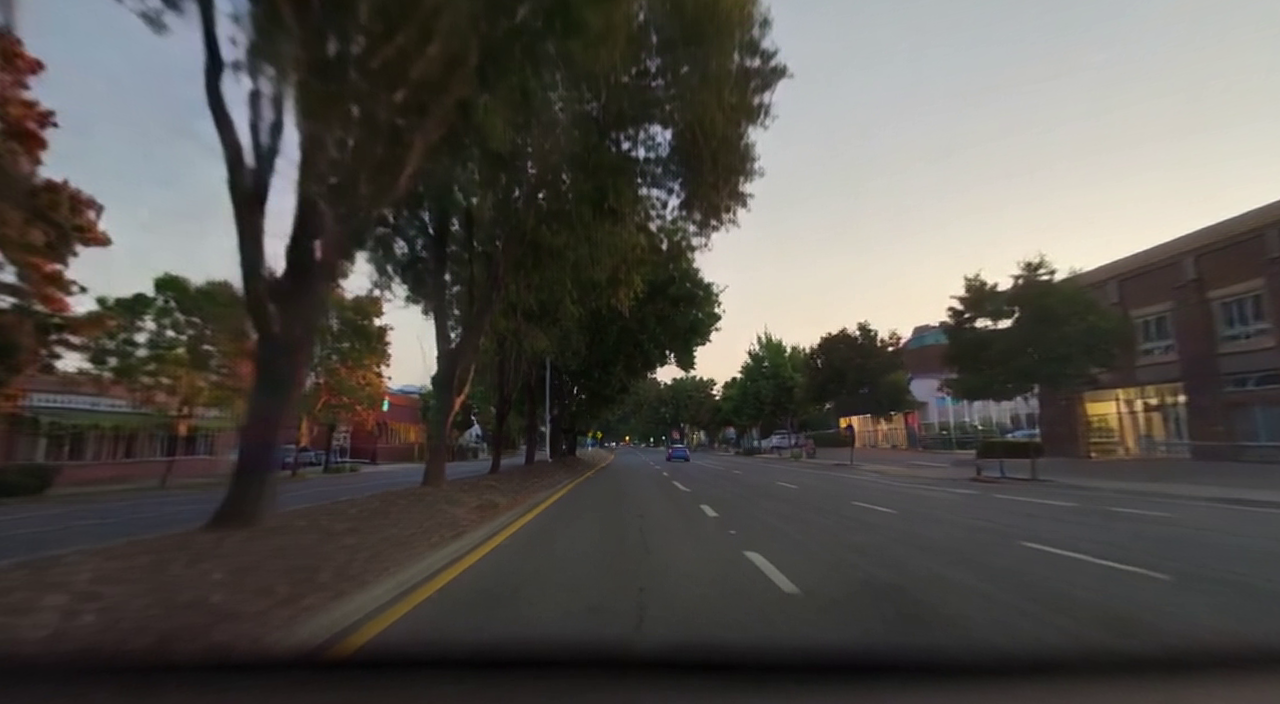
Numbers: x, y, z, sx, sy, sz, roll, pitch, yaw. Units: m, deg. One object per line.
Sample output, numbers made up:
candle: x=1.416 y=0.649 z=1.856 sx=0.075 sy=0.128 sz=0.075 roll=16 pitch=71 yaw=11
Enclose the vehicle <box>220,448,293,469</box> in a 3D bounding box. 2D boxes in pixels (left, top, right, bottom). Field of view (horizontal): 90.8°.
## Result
vehicle: x=-28.549 y=7.926 z=47.118 sx=4.140 sy=1.446 sz=1.888 roll=-1 pitch=-8 yaw=-1
